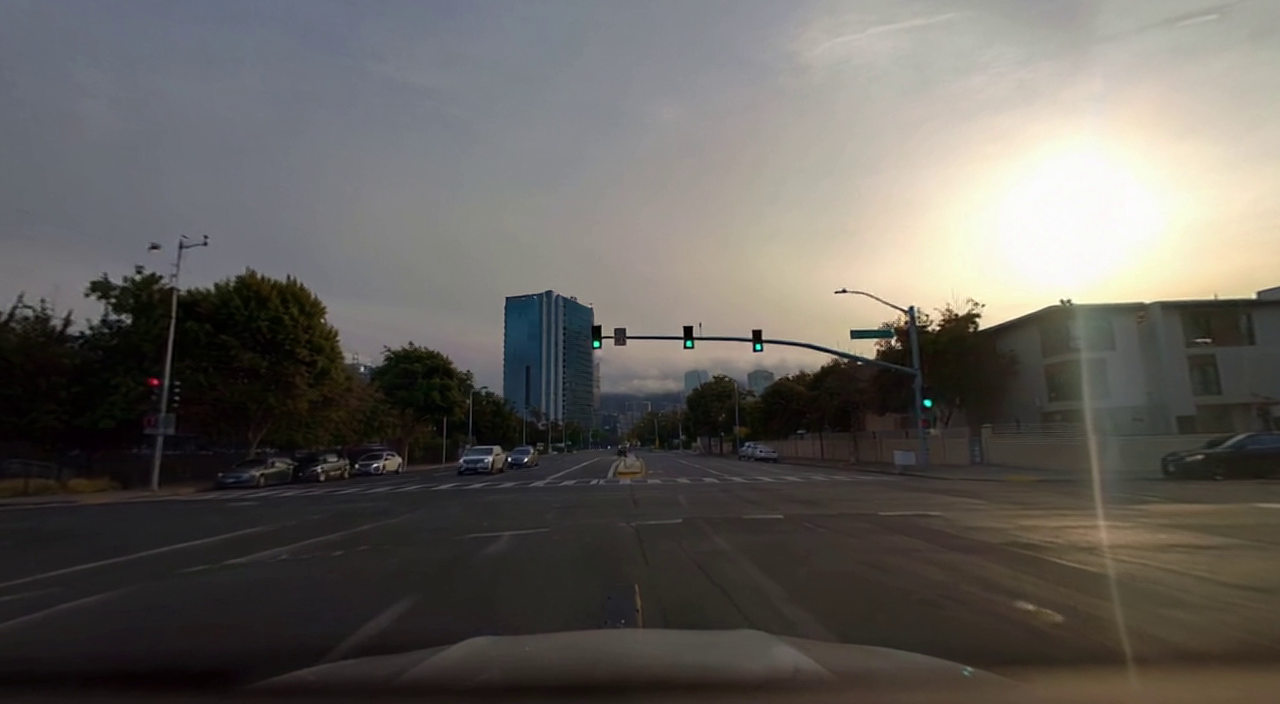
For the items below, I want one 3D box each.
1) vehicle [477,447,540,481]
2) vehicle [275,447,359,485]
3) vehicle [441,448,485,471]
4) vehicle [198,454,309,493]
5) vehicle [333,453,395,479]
[{"bbox_3d":[-6.204,5.317,30.226,2.154,1.501,4.416,0,-9,-1],"label":"vehicle"},{"bbox_3d":[-17.039,5.997,33.479,1.960,1.819,5.018,0,-9,-2],"label":"vehicle"},{"bbox_3d":[-14.014,8.486,49.984,2.126,1.709,5.095,0,-9,-1],"label":"vehicle"},{"bbox_3d":[-16.793,5.255,27.597,2.055,1.506,4.663,0,-9,-3],"label":"vehicle"},{"bbox_3d":[-17.105,7.042,39.113,1.804,1.486,4.625,0,-9,-1],"label":"vehicle"}]
